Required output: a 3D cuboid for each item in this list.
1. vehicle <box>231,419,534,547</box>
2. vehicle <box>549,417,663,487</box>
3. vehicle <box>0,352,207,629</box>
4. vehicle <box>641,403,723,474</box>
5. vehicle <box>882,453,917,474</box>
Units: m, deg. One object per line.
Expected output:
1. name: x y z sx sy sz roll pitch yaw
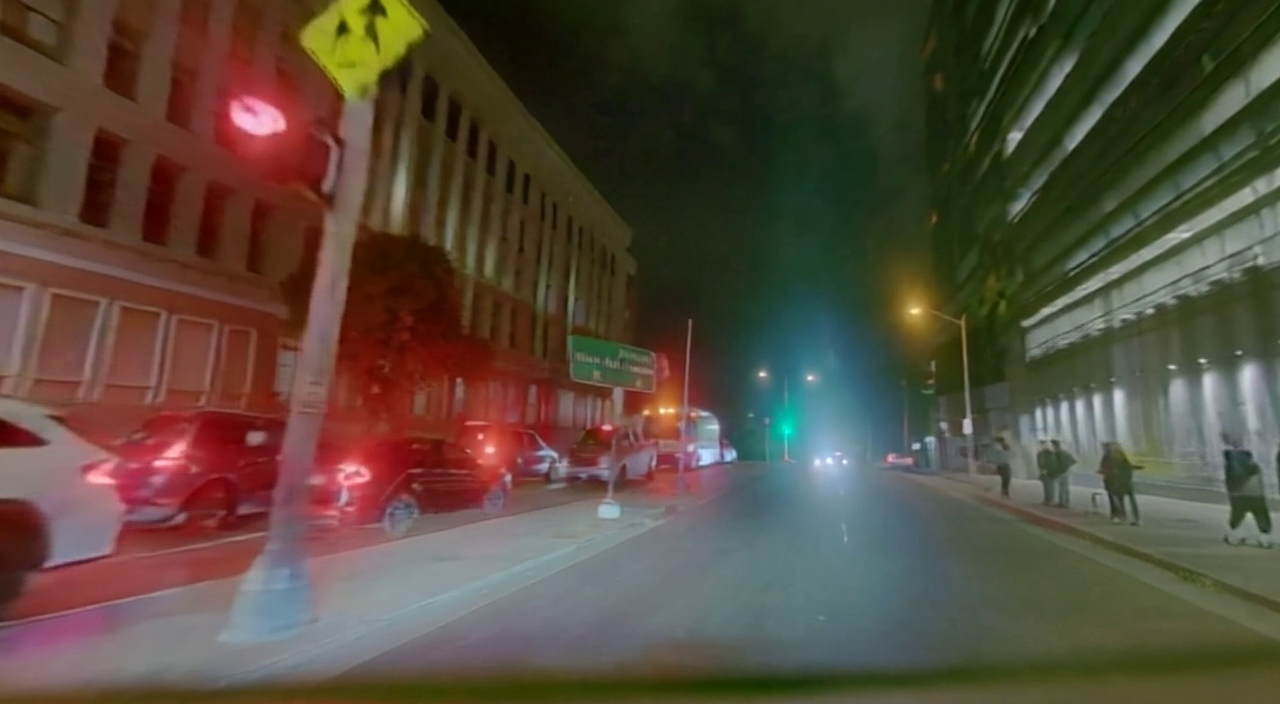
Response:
1. vehicle: -3.571 1.919 9.938 1.826 1.488 4.628 -3 -9 17
2. vehicle: -0.864 3.049 19.328 1.988 1.855 4.599 -3 -9 17
3. vehicle: -5.508 0.794 3.434 2.053 1.798 4.841 -3 -9 17
4. vehicle: 1.958 3.769 27.255 2.268 2.708 5.699 -3 -9 17
5. vehicle: 20.013 8.582 48.850 1.888 1.536 4.381 -2 -9 15
